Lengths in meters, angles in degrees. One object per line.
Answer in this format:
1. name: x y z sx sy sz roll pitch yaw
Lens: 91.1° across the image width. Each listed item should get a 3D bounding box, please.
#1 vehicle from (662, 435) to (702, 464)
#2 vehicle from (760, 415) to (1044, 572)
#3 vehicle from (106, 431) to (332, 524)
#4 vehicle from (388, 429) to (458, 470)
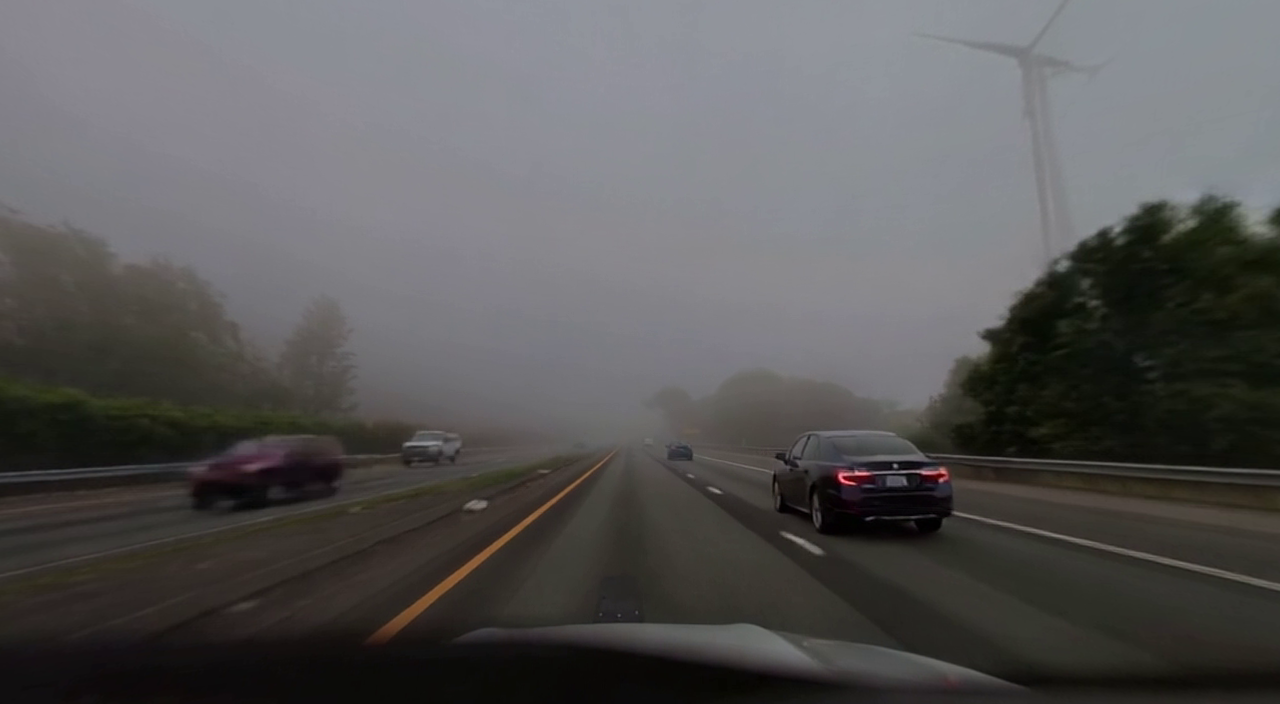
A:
1. vehicle: 2.561 6.003 39.119 2.066 1.661 4.500 0 -8 -2
2. vehicle: 3.183 1.775 8.826 2.038 1.624 4.312 0 -8 -1
3. vehicle: -8.892 2.616 13.855 2.043 1.693 4.213 -1 -8 0
4. vehicle: -13.220 5.950 38.758 2.163 2.290 6.107 0 -8 0
